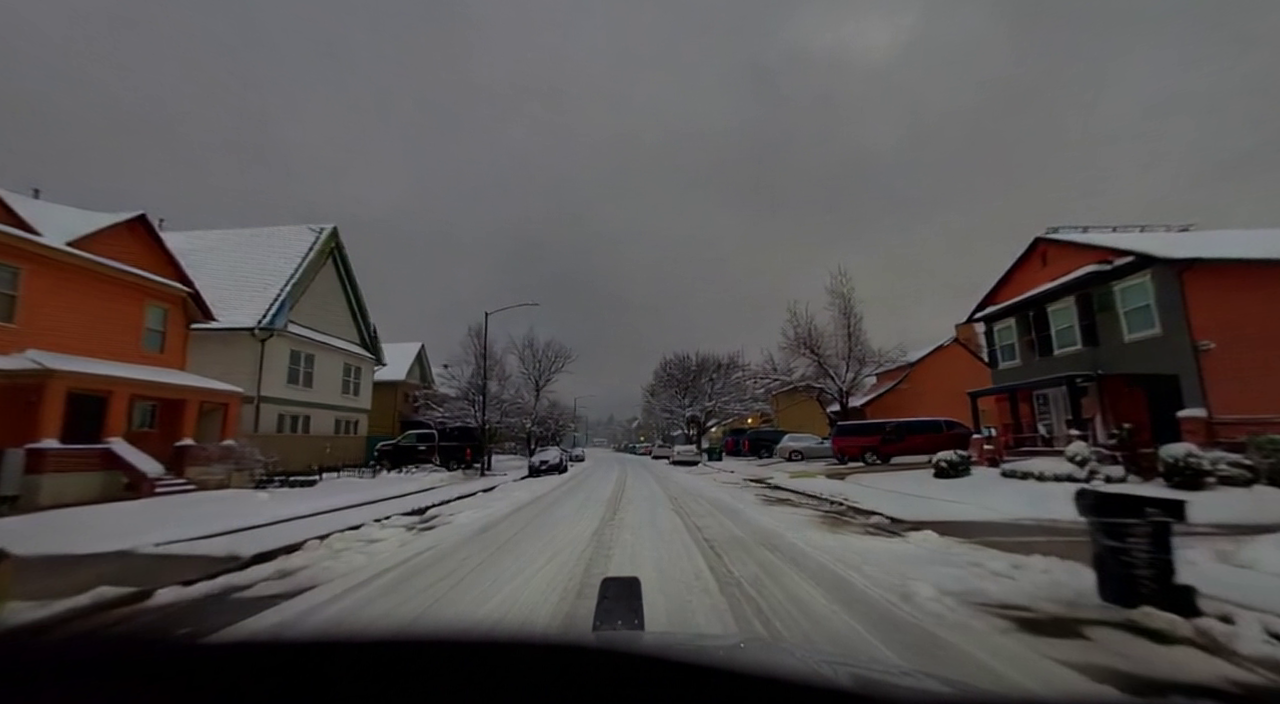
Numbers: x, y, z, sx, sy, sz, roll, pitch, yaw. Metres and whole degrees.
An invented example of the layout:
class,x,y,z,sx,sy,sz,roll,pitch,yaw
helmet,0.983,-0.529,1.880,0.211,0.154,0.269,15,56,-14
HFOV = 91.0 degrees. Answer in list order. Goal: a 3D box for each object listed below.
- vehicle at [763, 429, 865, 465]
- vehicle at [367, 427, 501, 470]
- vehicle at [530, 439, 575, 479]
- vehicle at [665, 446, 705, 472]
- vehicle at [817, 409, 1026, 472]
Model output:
class,x,y,z,sx,sy,sz,roll,pitch,yaw
vehicle,8.639,4.776,31.543,4.511,1.719,1.937,0,-8,-3
vehicle,-9.964,4.745,30.945,5.843,1.985,2.294,1,-9,-6
vehicle,-4.905,6.013,35.907,2.230,1.782,4.628,0,-4,-4
vehicle,2.682,6.420,38.091,1.869,1.458,4.324,1,-8,-3
vehicle,9.084,2.926,20.766,5.799,1.927,2.214,0,-8,-1
